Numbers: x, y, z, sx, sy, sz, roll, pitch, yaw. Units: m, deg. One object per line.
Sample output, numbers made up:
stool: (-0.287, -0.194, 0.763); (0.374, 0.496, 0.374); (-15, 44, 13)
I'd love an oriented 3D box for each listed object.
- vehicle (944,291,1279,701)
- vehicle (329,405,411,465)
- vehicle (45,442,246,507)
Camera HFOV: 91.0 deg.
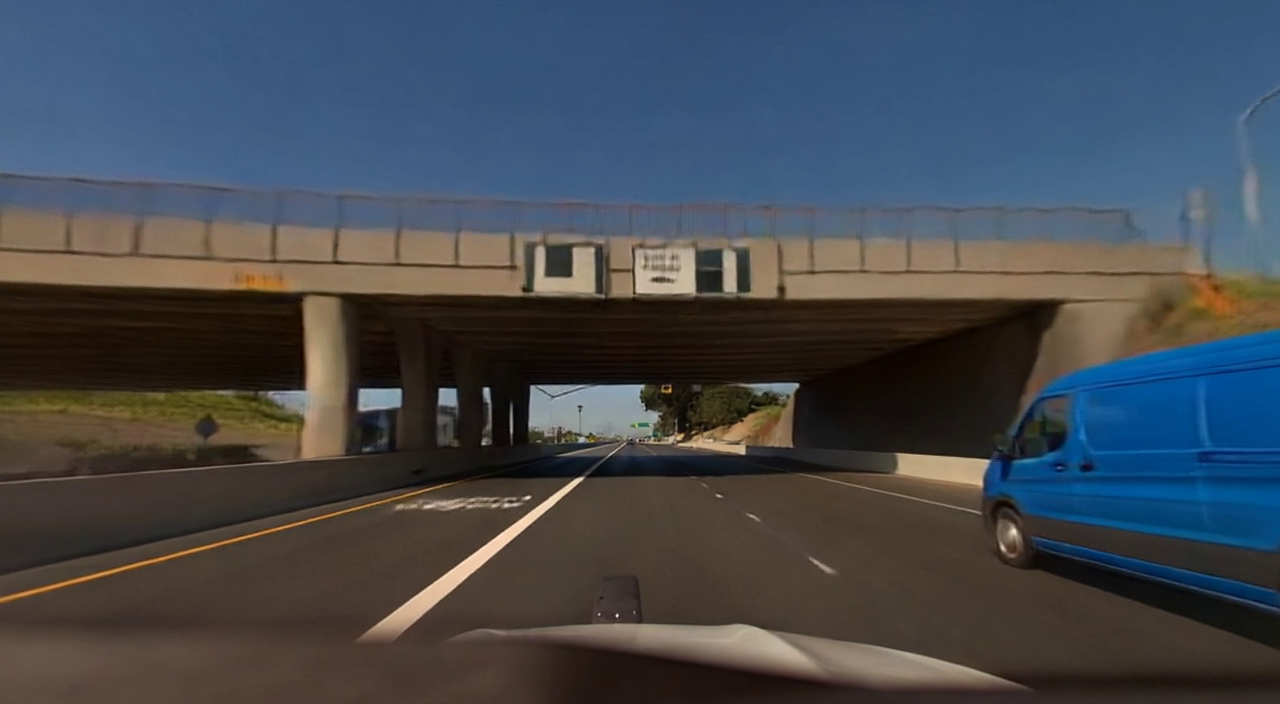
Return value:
vehicle: (4.220, 0.826, 3.983); (2.161, 2.002, 4.631); (0, -8, -1)
vehicle: (-18.991, 5.893, 44.670); (3.000, 3.921, 5.758); (-1, -8, 2)
vehicle: (-13.361, 3.284, 17.469); (1.923, 1.526, 4.507); (-1, -8, 0)
